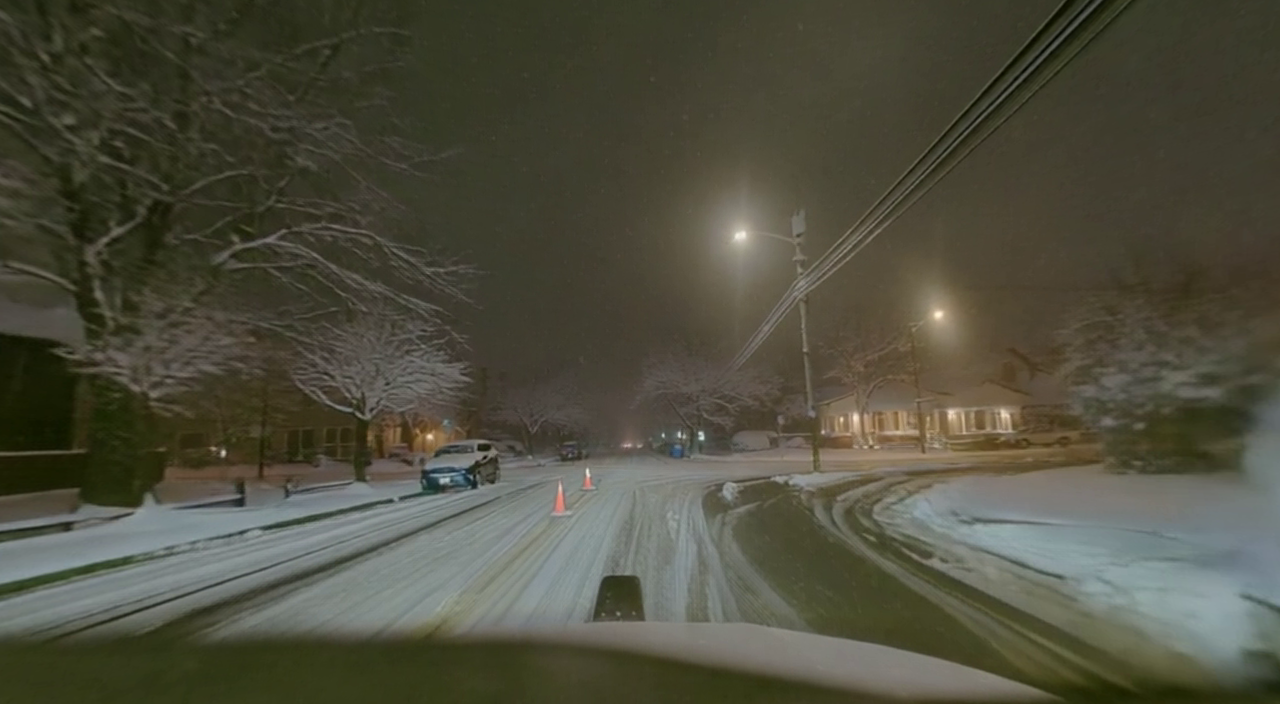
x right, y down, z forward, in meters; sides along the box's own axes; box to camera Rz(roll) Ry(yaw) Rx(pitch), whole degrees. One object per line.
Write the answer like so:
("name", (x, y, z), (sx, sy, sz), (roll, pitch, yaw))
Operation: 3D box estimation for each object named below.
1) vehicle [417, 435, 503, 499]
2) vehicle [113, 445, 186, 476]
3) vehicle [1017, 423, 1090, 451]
("vehicle", (-6.046, 3.829, 21.708), (2.087, 1.835, 4.445), (-2, -7, -6))
("vehicle", (-35.917, 7.949, 46.433), (1.821, 1.691, 4.510), (-3, -4, 0))
("vehicle", (30.010, 6.132, 46.091), (1.923, 1.805, 4.876), (-2, -6, -1))
